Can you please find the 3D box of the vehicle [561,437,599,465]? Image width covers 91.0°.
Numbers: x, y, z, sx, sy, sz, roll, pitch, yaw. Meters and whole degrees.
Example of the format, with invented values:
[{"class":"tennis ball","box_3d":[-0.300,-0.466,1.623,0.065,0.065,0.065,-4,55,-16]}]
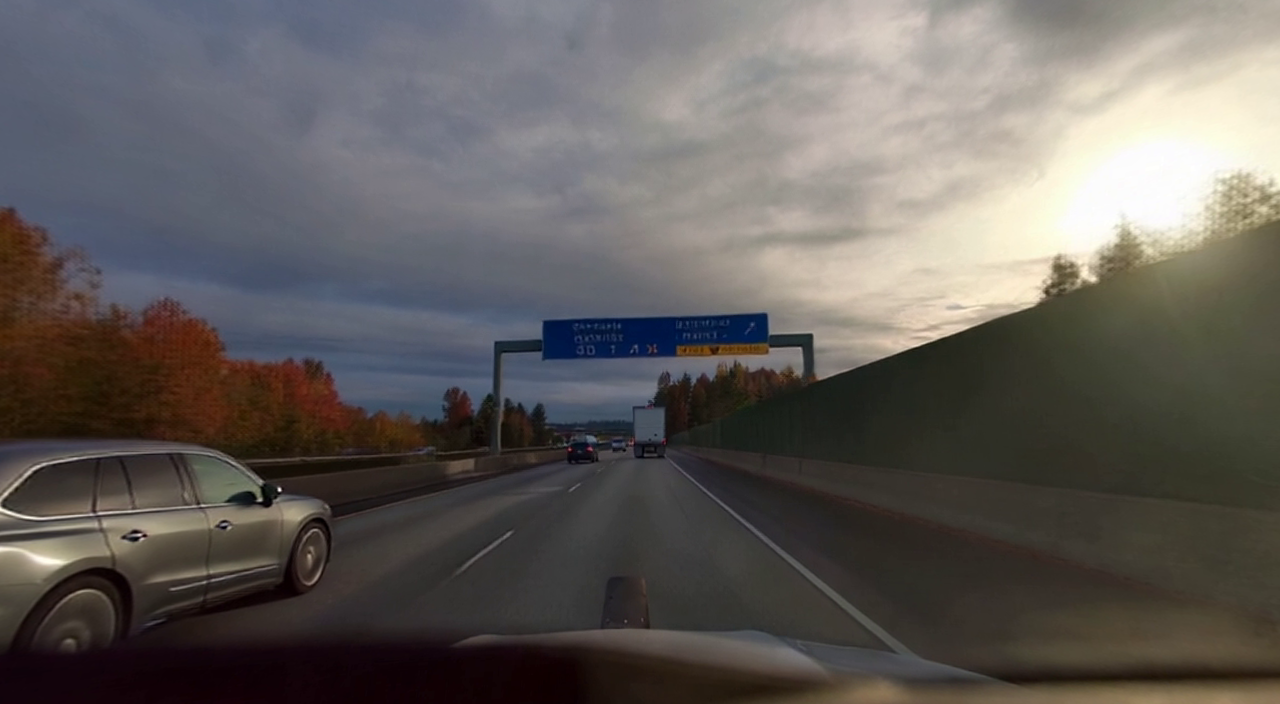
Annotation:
[{"class":"vehicle","box_3d":[-3.528,5.895,37.745,1.927,1.556,3.921,0,-8,-1]}]
